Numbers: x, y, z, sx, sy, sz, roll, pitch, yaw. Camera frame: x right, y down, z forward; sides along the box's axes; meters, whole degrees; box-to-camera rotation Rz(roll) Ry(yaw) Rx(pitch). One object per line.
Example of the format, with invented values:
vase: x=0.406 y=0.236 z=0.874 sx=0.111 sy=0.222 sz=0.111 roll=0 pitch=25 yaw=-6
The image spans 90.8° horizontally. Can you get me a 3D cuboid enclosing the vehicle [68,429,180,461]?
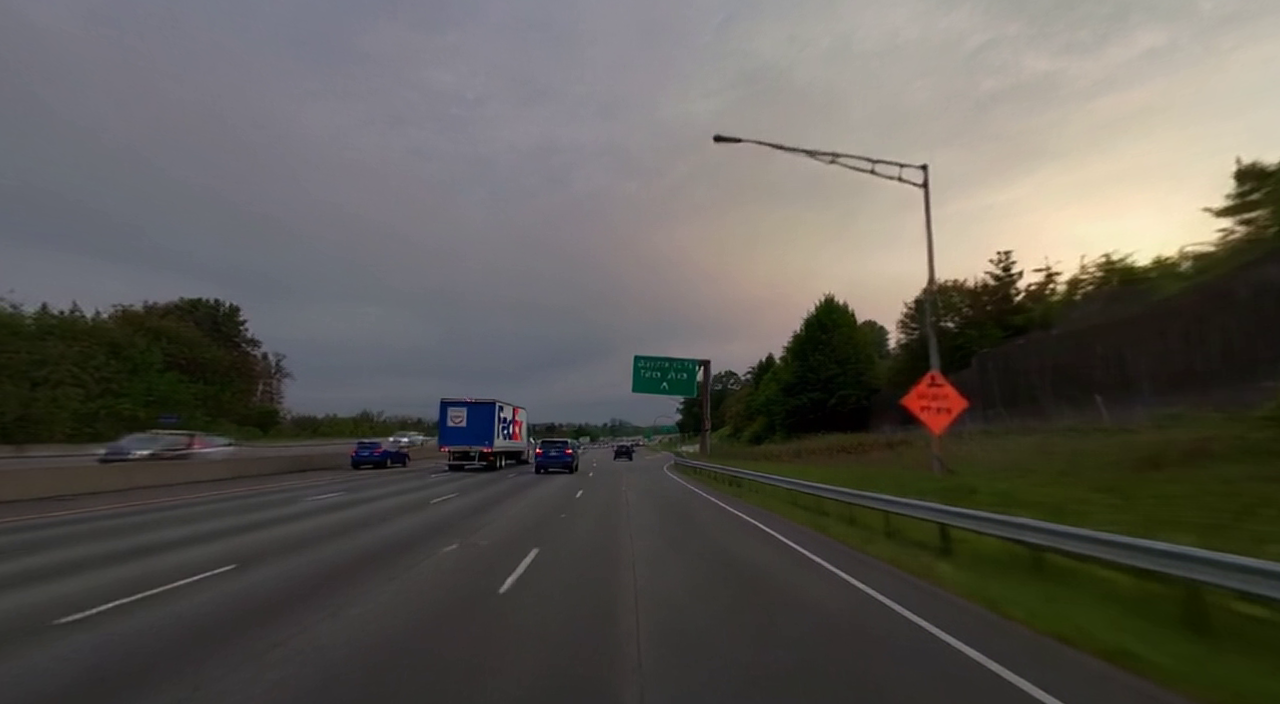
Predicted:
vehicle: x=-26.714 y=4.865 z=32.972 sx=1.992 sy=1.536 sz=4.707 roll=0 pitch=-9 yaw=-2

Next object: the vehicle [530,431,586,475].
vehicle: x=-3.728 y=4.696 z=29.537 sx=2.170 sy=1.886 sz=4.628 roll=0 pitch=-9 yaw=-2

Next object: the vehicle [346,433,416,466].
vehicle: x=-13.920 y=5.264 z=34.252 sx=2.018 sy=1.668 sz=4.409 roll=0 pitch=-9 yaw=-2

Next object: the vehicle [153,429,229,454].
vehicle: x=-30.893 y=6.213 z=43.689 sx=1.914 sy=1.670 sz=4.733 roll=0 pitch=-9 yaw=-3

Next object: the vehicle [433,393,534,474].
vehicle: x=-7.051 y=3.931 z=29.924 sx=2.870 sy=3.266 sz=8.589 roll=0 pitch=-9 yaw=-2

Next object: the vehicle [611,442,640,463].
vehicle: x=-1.122 y=7.513 z=47.182 sx=2.043 sy=1.489 sz=3.839 roll=0 pitch=-9 yaw=-3
